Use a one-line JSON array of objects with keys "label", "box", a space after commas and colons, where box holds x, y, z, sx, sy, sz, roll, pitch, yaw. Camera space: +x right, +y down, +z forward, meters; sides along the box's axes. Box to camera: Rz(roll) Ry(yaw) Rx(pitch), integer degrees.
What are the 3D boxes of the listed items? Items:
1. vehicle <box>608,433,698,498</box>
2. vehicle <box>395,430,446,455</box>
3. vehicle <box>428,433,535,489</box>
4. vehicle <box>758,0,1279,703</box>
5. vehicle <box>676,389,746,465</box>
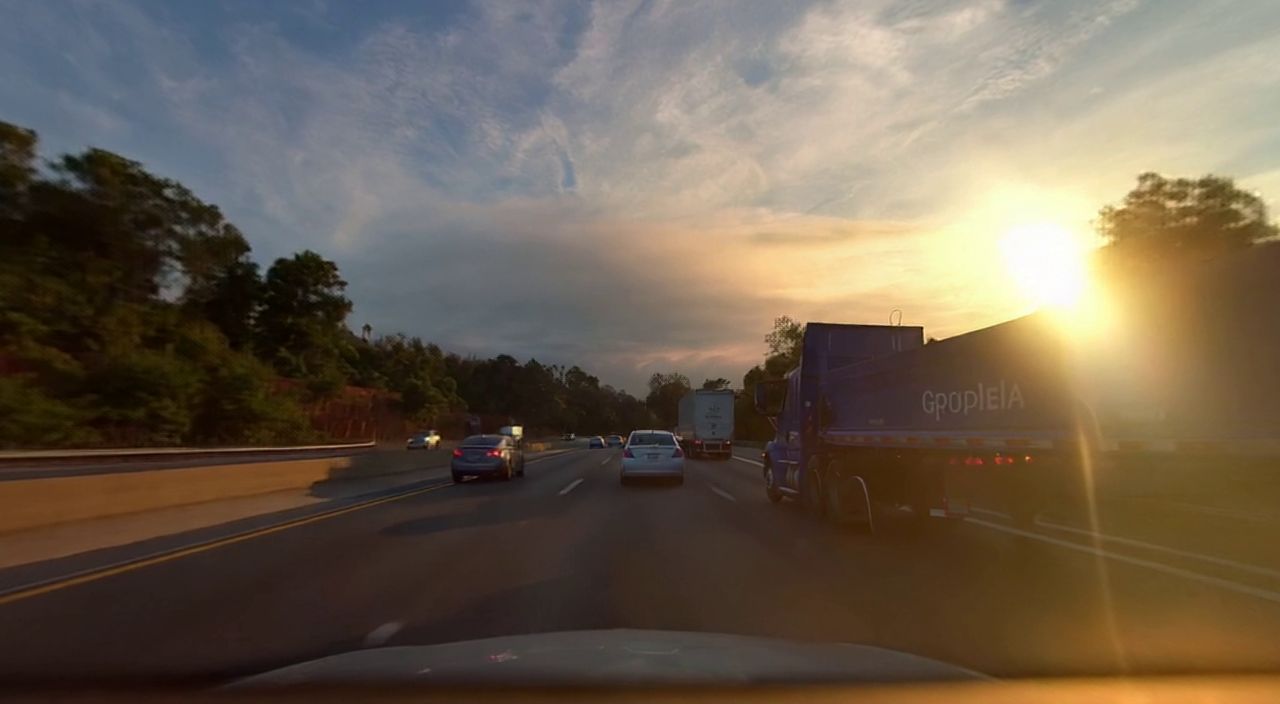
[{"label": "vehicle", "box": [0.281, 2.802, 16.038, 2.021, 1.435, 3.611, 0, -8, 0]}, {"label": "vehicle", "box": [-17.070, 7.085, 49.262, 2.037, 1.840, 4.691, 0, -8, 3]}, {"label": "vehicle", "box": [-4.548, 3.186, 18.890, 2.048, 1.452, 4.430, 0, -8, 0]}, {"label": "vehicle", "box": [4.239, 0.252, 7.060, 2.816, 4.070, 14.136, 0, -8, -1]}, {"label": "vehicle", "box": [4.194, 4.928, 40.782, 2.869, 4.067, 13.731, 0, -8, 0]}]
